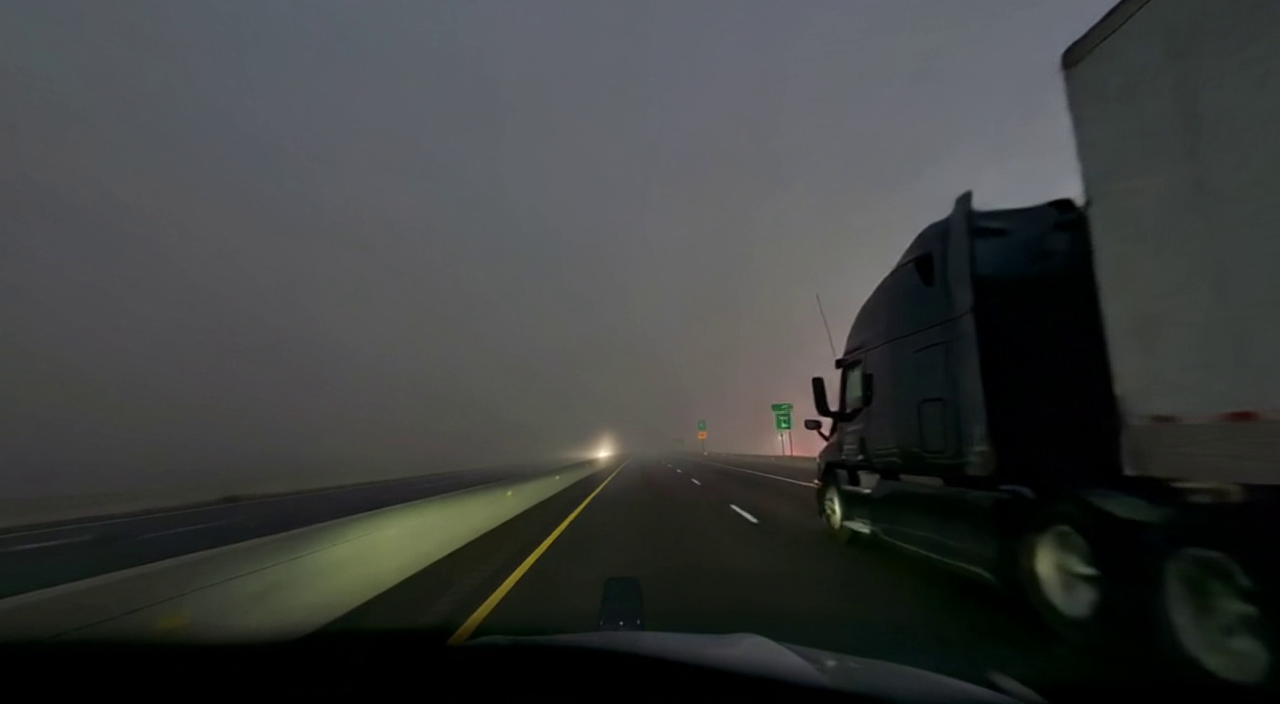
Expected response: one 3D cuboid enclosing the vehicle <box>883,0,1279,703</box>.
[{"bbox_3d":[4.187,-0.645,0.340,2.937,4.082,12.918,0,-9,0],"label":"vehicle"}]
